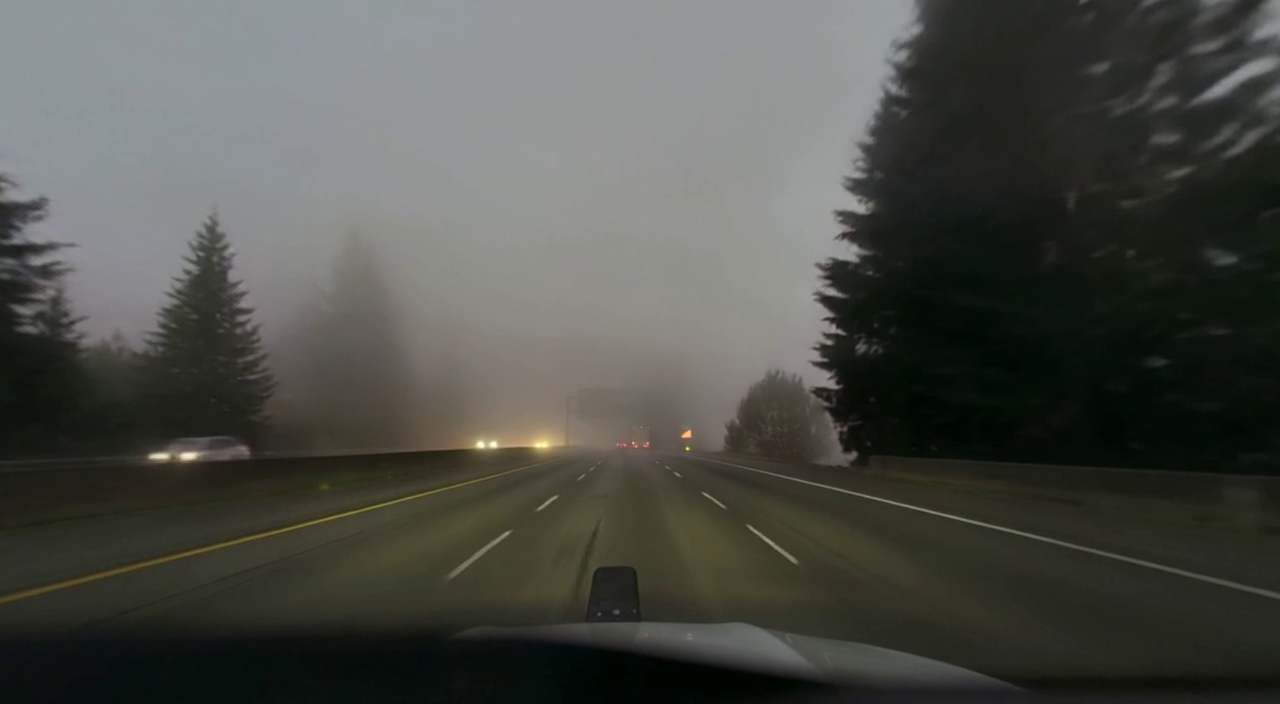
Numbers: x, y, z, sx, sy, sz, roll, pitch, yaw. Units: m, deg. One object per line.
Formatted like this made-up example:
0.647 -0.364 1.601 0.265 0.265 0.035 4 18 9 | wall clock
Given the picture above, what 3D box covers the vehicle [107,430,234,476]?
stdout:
-21.639 4.649 29.331 2.025 1.927 5.109 0 -8 -1 | vehicle
